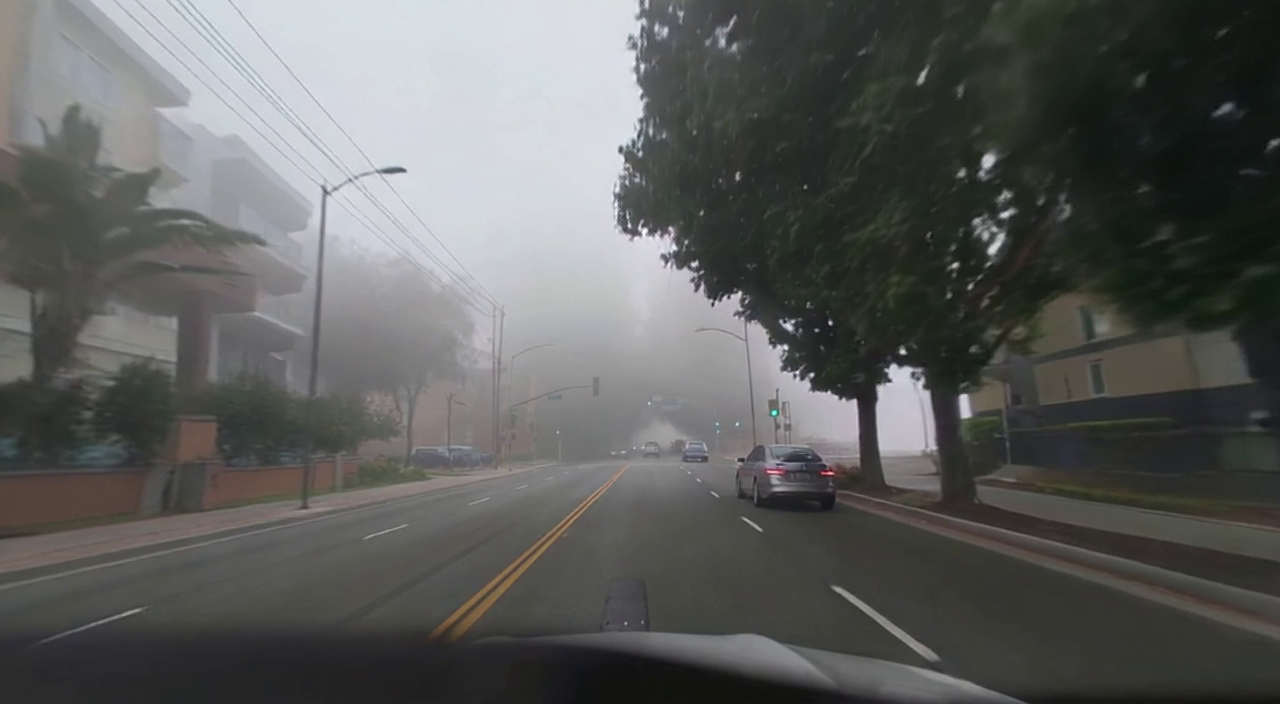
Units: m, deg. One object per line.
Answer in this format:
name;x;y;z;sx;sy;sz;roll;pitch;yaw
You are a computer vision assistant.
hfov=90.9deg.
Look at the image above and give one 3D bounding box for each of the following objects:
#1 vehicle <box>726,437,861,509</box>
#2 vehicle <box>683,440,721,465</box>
vehicle;3.528;2.896;15.570;2.072;1.471;4.834;0;-9;-1
vehicle;4.070;6.683;41.952;2.035;1.564;4.719;0;-9;0
